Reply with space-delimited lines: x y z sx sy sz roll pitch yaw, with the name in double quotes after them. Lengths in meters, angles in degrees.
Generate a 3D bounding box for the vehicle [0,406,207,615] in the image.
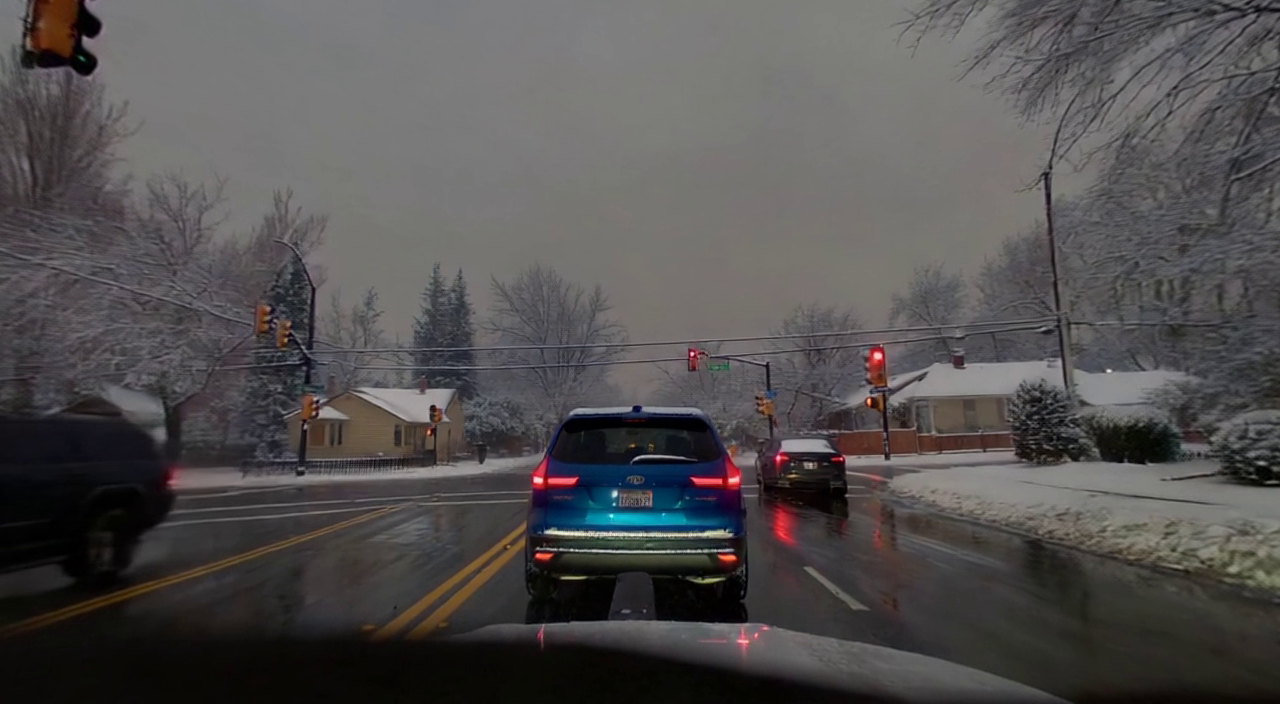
-6.635 1.369 5.382 2.059 1.797 4.824 -1 -8 6 "vehicle"

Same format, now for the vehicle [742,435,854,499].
4.220 3.145 17.729 2.077 1.527 4.755 0 -8 2 "vehicle"

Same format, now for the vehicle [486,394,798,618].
0.044 1.477 6.979 2.322 1.667 4.367 0 -8 1 "vehicle"

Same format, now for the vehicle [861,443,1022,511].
7.275 3.014 15.821 1.860 1.436 4.479 0 -8 0 "vehicle"

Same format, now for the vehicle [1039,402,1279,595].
7.016 1.537 7.045 1.989 1.791 4.735 0 -8 0 "vehicle"
